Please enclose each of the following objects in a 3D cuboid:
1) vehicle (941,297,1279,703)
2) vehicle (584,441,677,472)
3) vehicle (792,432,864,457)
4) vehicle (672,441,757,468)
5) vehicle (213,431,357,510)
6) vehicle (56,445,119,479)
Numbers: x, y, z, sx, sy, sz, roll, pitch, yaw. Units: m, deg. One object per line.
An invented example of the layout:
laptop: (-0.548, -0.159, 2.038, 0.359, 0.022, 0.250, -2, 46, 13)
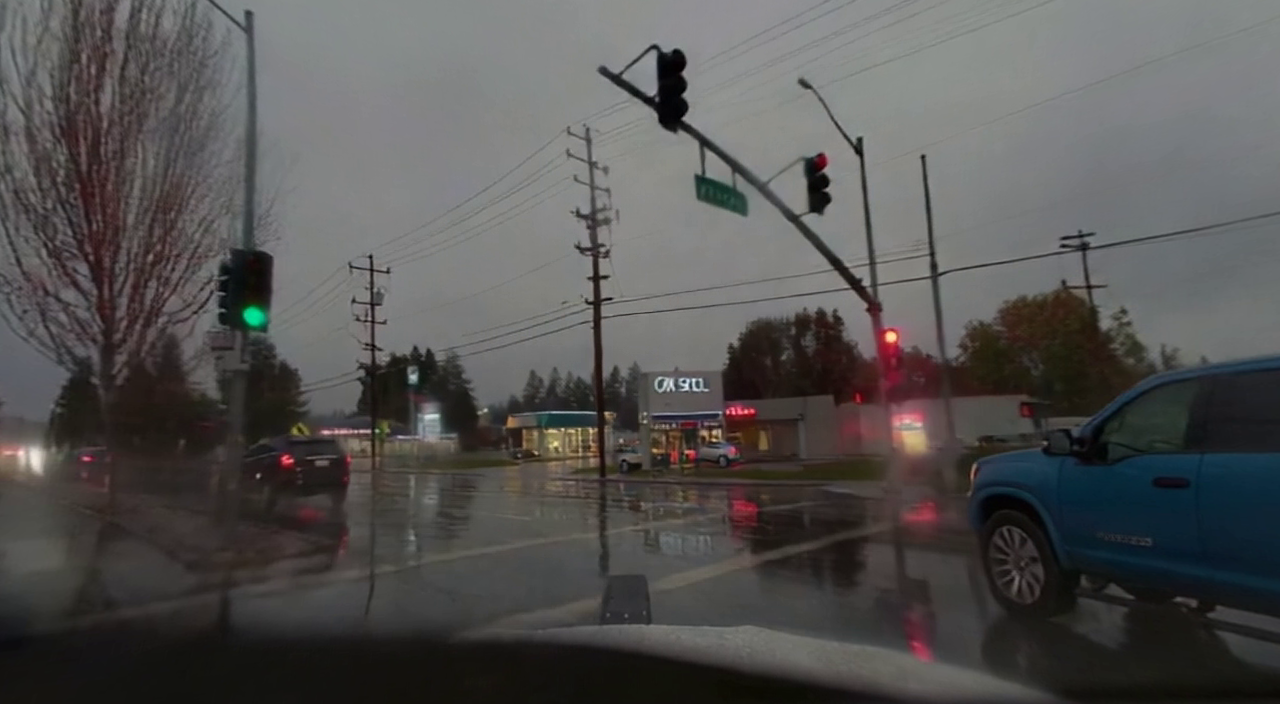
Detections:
vehicle: (3.564, 0.654, 2.155, 2.036, 1.818, 5.192, 1, -8, -6)
vehicle: (-0.438, 5.485, 33.394, 4.661, 1.480, 1.913, 6, -10, -36)
vehicle: (13.804, 6.792, 46.426, 4.669, 1.726, 1.883, -7, -11, 42)
vehicle: (4.217, 5.792, 35.854, 4.495, 1.399, 1.715, 3, -9, -20)
vehicle: (-9.935, 3.156, 17.448, 2.141, 1.842, 4.889, 8, -11, -44)
vehicle: (-30.940, 6.089, 35.227, 4.498, 1.725, 1.921, -7, -11, 41)
